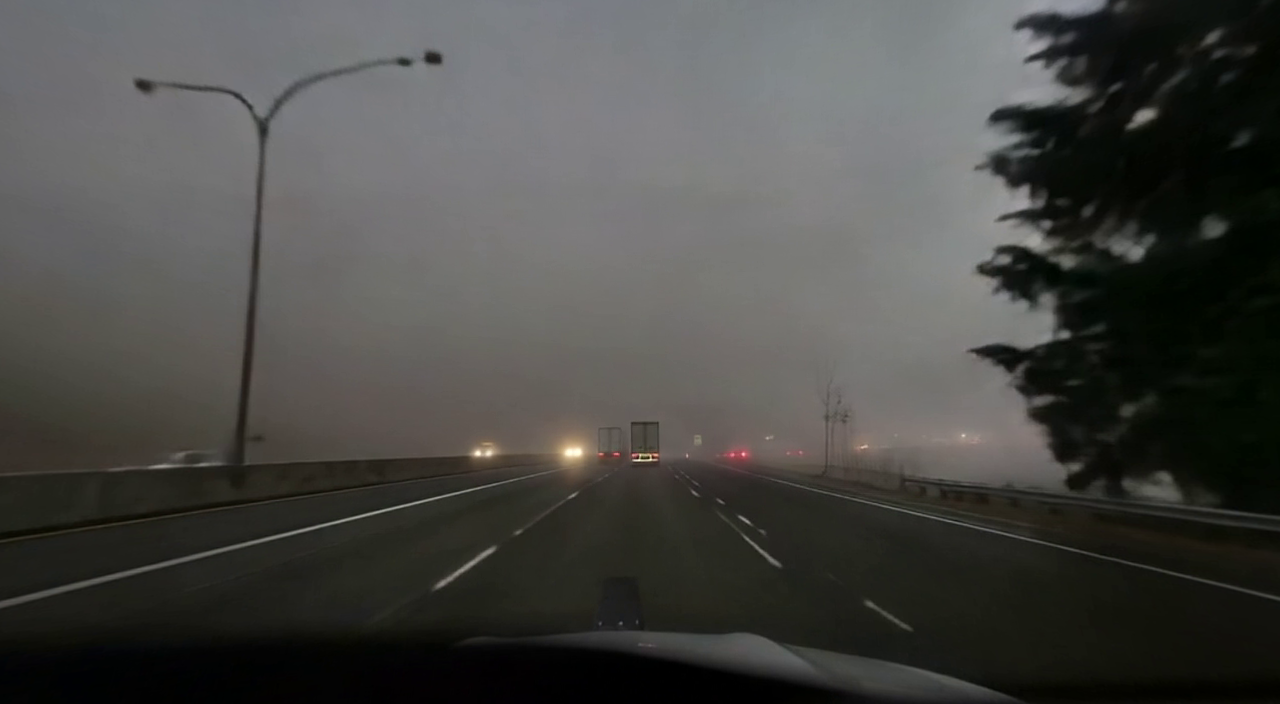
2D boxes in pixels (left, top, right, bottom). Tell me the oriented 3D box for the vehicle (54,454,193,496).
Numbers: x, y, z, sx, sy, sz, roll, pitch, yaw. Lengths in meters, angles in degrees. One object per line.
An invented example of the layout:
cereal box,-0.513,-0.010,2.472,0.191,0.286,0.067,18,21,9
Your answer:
vehicle,-20.119,4.778,24.865,1.827,1.461,4.227,0,-9,1
